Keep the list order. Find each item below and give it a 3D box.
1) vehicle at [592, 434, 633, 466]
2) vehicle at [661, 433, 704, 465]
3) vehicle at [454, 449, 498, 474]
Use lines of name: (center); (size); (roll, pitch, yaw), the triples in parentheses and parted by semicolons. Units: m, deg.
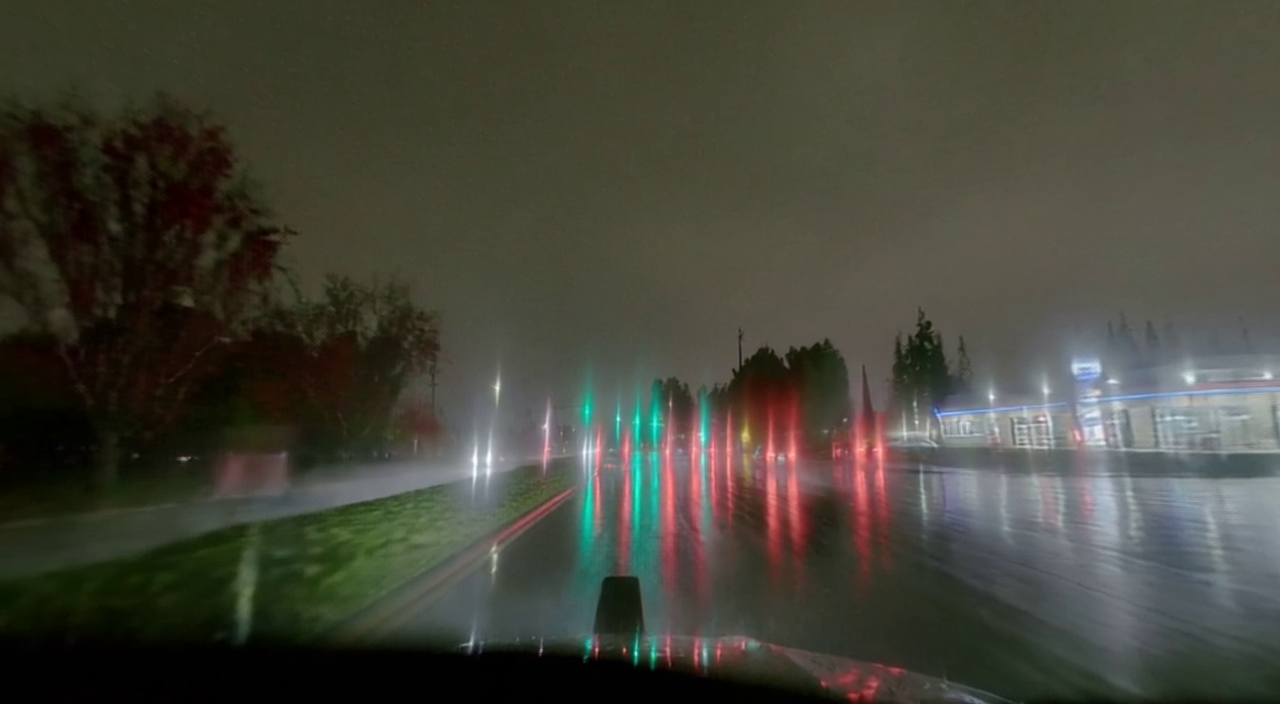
vehicle: (-1.775, 6.061, 39.150); (2.261, 1.820, 4.255); (1, -8, -6)
vehicle: (2.500, 5.908, 38.413); (2.140, 1.800, 4.660); (0, -8, -2)
vehicle: (-11.904, 7.959, 46.129); (1.934, 1.674, 4.445); (0, -8, 2)
